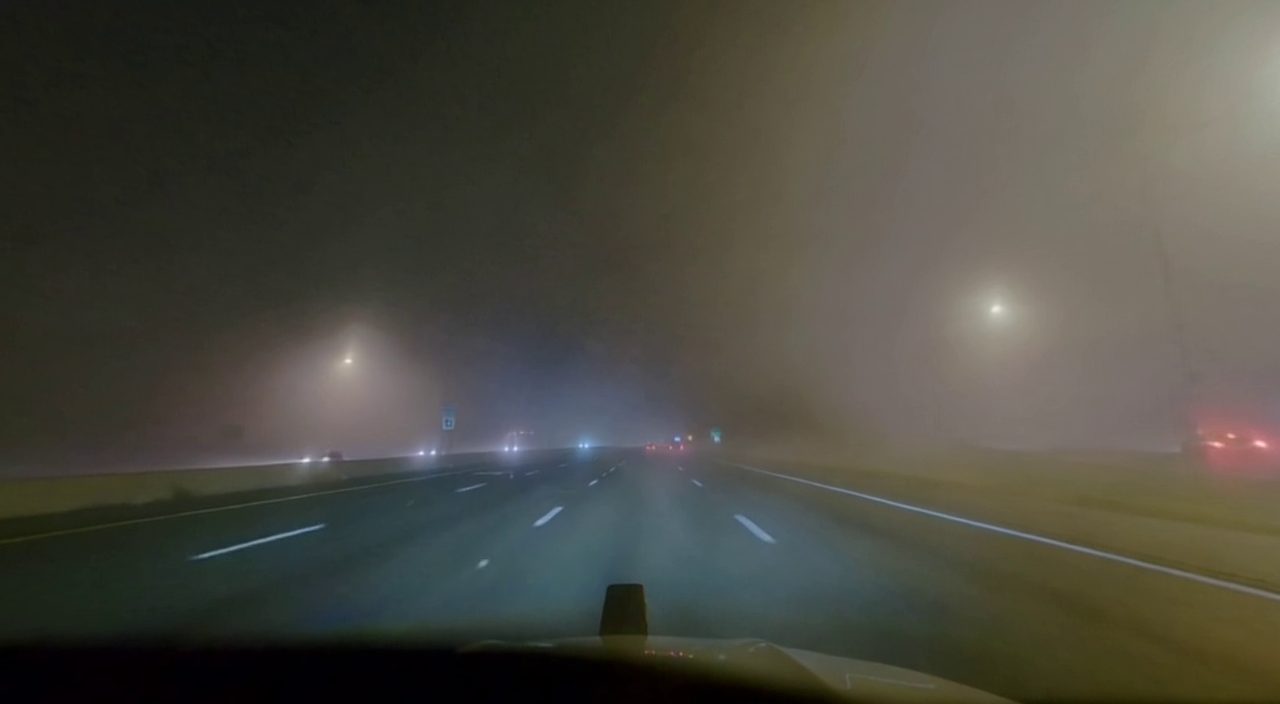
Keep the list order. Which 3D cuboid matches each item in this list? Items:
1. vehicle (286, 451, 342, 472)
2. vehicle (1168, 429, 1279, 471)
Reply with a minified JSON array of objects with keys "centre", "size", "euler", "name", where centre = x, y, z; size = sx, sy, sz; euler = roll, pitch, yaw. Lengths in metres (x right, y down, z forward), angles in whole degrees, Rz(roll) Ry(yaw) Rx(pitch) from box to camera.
[{"centre":[-25.337,8.508,49.236],"size":[1.847,1.467,4.604],"euler":[0,-8,1],"name":"vehicle"},{"centre":[25.355,4.256,27.612],"size":[2.039,1.658,4.457],"euler":[-3,-9,22],"name":"vehicle"}]
